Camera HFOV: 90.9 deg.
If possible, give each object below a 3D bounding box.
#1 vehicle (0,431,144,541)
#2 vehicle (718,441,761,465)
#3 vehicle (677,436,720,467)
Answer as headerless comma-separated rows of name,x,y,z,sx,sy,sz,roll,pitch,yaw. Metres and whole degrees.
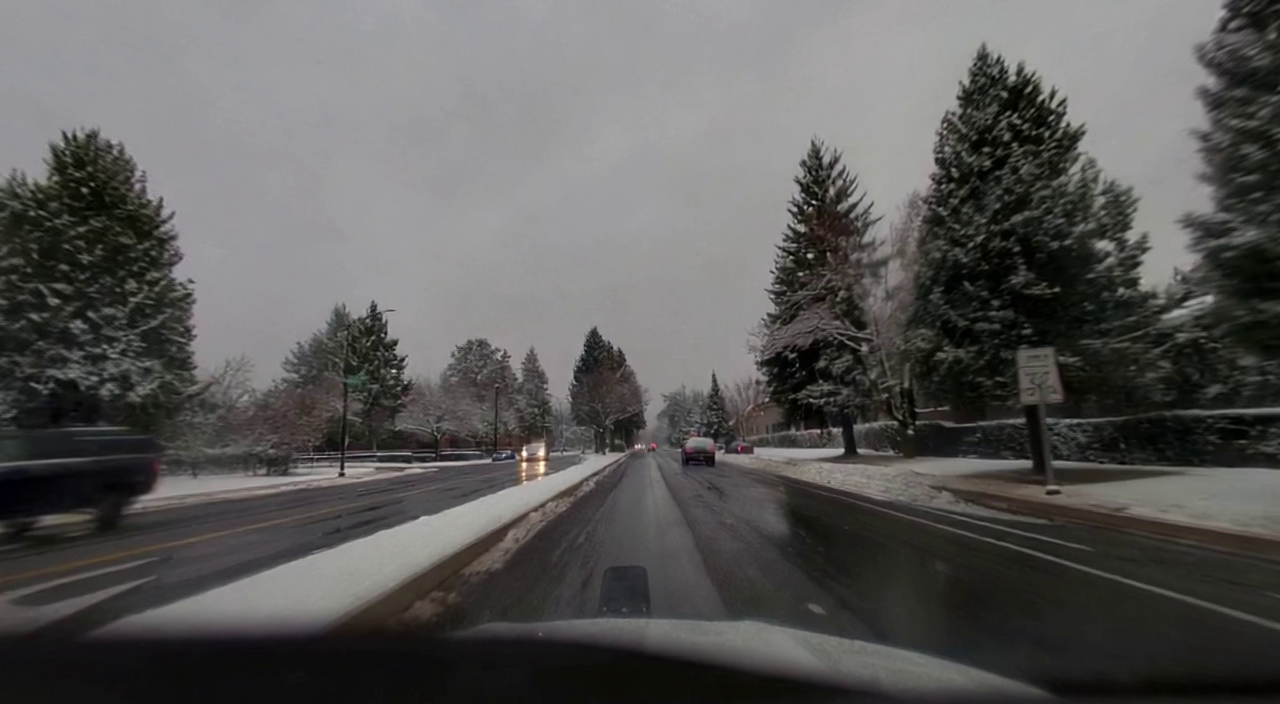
vehicle,-12.043,2.415,11.529,1.998,1.870,4.747,0,-8,1
vehicle,6.715,6.855,42.840,2.100,1.491,4.563,0,-8,-1
vehicle,3.506,6.073,38.538,2.143,1.759,4.378,0,-8,-1
